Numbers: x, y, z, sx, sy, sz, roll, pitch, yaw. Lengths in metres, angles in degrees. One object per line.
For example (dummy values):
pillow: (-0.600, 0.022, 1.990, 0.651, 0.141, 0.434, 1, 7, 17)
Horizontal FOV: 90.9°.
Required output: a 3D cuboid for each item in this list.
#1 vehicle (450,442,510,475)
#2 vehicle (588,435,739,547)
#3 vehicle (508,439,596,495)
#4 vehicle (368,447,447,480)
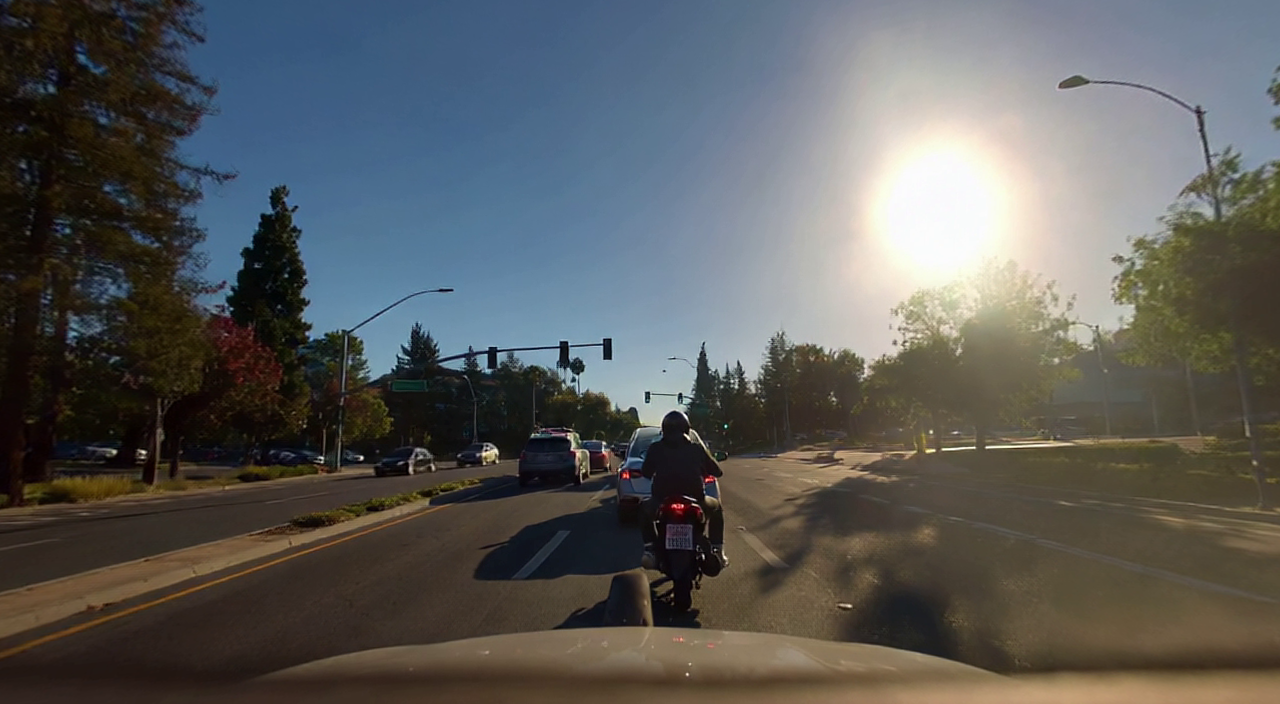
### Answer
vehicle: (-7.709, 5.127, 30.707, 1.735, 1.480, 4.137, -1, -8, 2)
vehicle: (0.334, 2.183, 10.731, 2.009, 1.450, 4.608, -1, -8, 1)
vehicle: (-2.521, 3.405, 19.119, 1.979, 1.499, 3.840, -1, -8, 2)
vehicle: (-11.171, 5.354, 30.670, 1.936, 1.425, 4.630, -1, -8, 2)
